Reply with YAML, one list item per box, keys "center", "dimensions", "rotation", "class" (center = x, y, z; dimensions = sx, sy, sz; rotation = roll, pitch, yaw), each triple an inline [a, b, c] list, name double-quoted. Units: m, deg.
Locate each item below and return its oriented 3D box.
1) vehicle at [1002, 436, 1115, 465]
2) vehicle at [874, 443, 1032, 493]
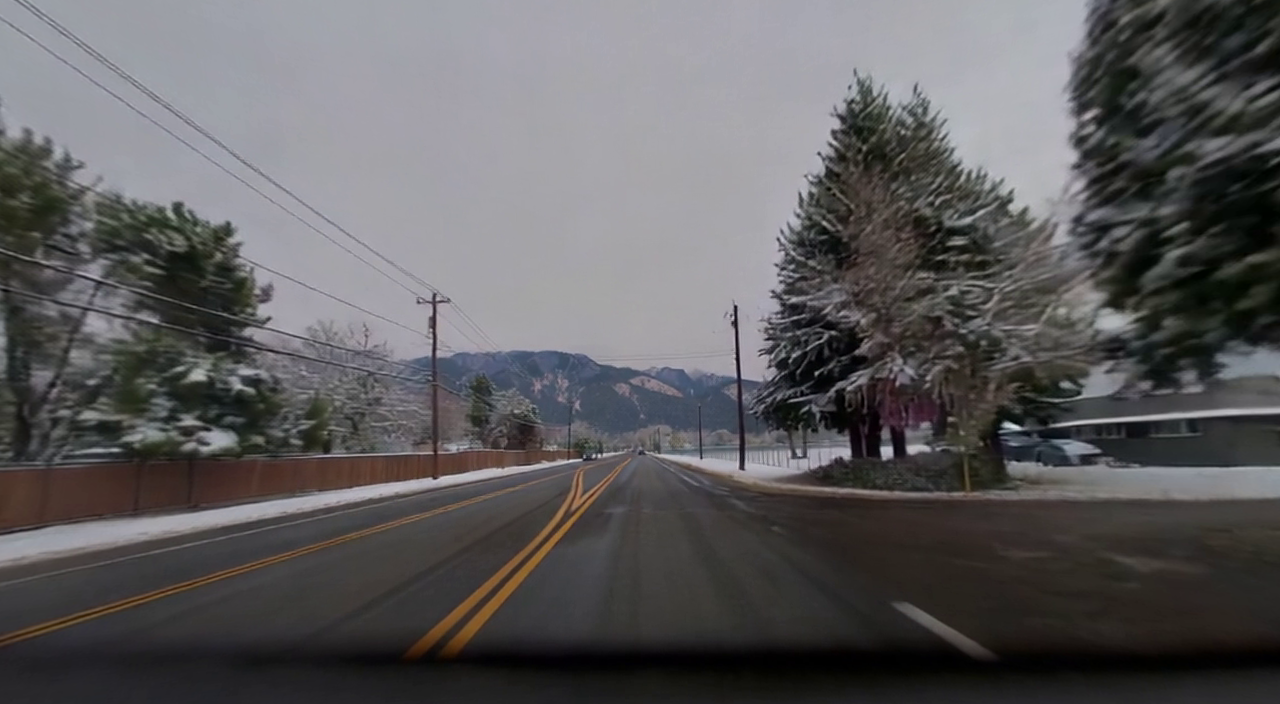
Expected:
- center: [22.087, 5.210, 33.297]
  dimensions: [4.490, 1.470, 1.979]
  rotation: [-1, -9, 3]
  class: "vehicle"
- center: [10.403, 3.877, 21.296]
  dimensions: [4.540, 1.505, 2.021]
  rotation: [-3, -9, 21]
  class: "vehicle"
